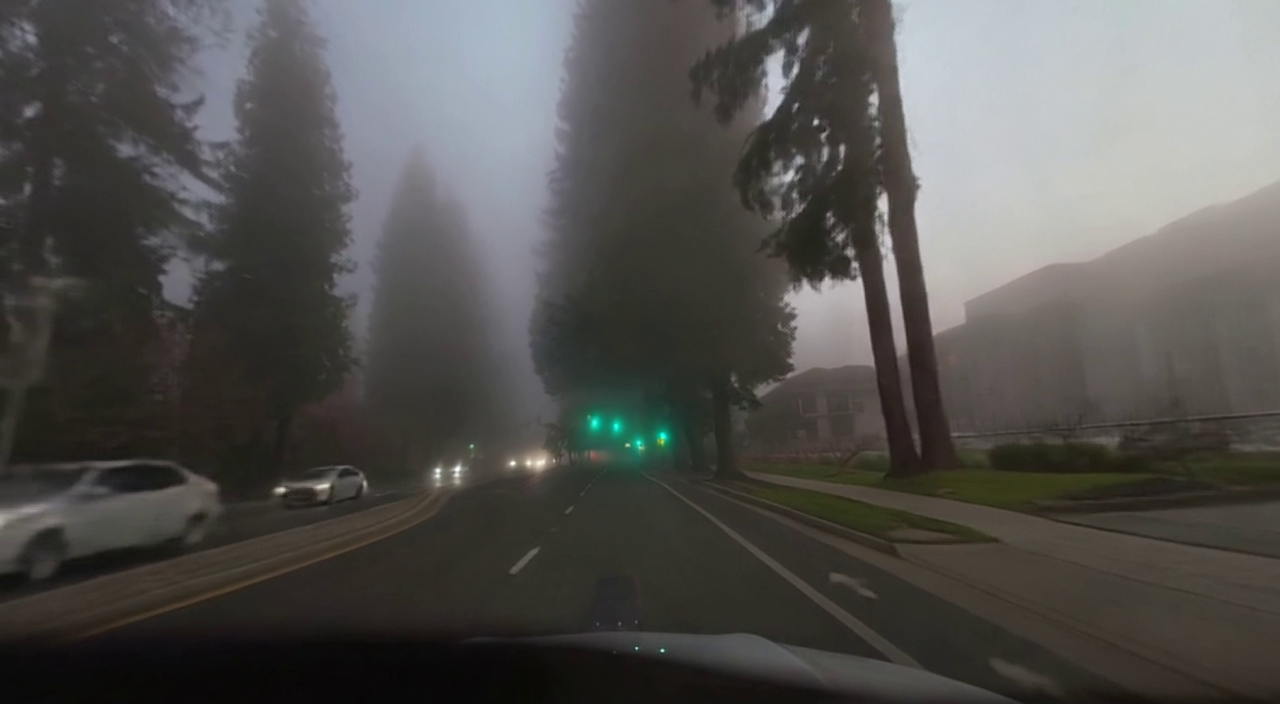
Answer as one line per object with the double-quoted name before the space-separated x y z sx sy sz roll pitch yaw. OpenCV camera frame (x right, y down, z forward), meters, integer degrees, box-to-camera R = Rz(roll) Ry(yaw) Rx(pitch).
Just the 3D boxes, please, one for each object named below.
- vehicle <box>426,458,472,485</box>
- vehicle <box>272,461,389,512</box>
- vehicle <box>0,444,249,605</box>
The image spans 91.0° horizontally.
"vehicle" -13.550 8.464 44.854 1.979 1.757 4.514 0 -8 -2
"vehicle" -10.951 4.756 22.663 1.925 1.503 4.411 0 -8 1
"vehicle" -8.395 2.307 9.450 2.057 1.805 4.933 0 -8 -3
